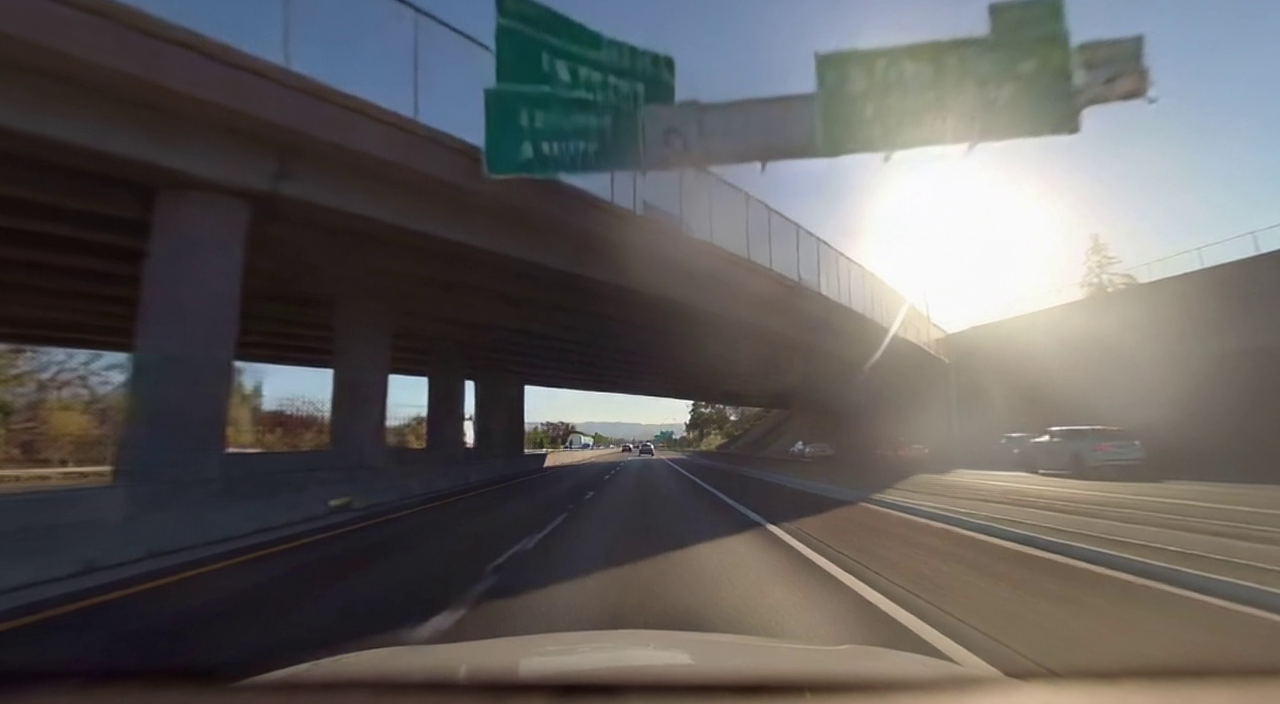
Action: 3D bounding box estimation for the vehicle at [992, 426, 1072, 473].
[{"bbox_3d":[28.780,7.175,46.539,2.644,3.246,4.908,0,-8,1],"label":"vehicle"}]

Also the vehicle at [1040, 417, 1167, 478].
[{"bbox_3d":[28.562,5.931,39.303,3.011,3.466,6.286,0,-8,1],"label":"vehicle"}]
